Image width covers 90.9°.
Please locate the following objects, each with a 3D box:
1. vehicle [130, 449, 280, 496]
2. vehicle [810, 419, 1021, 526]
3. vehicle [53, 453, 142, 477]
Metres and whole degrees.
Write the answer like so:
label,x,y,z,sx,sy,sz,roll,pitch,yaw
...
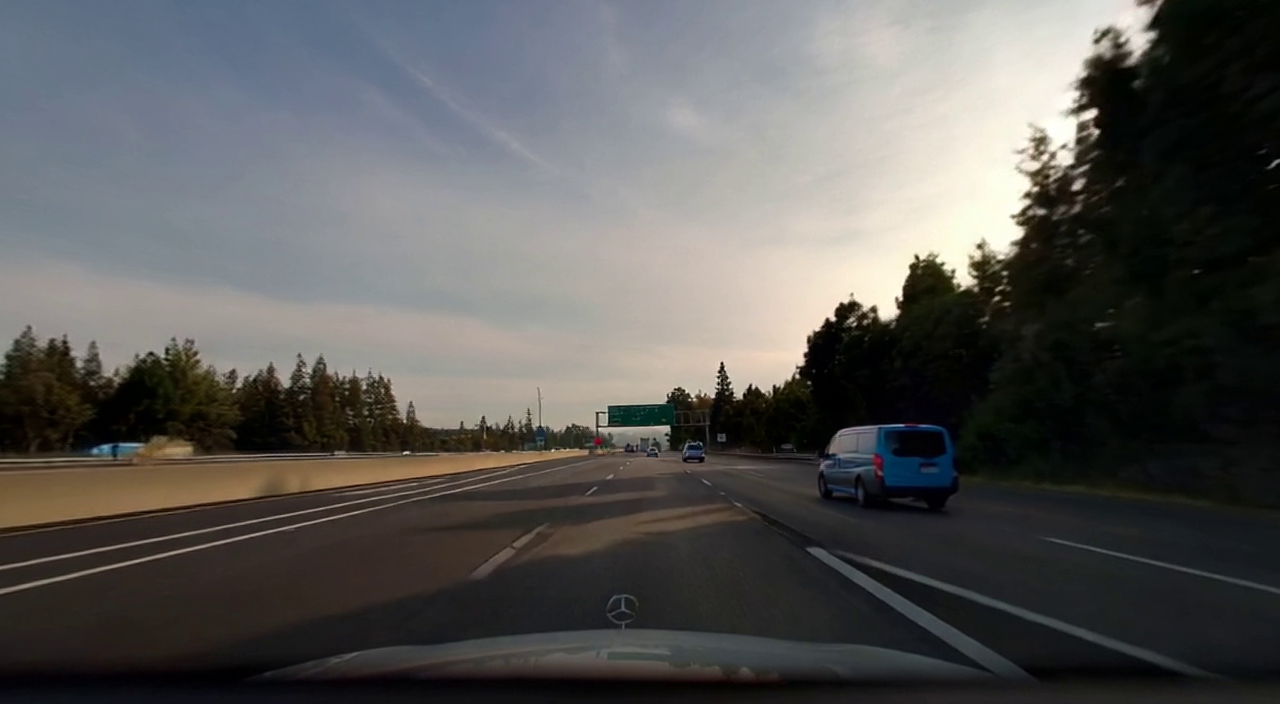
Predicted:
label,x,y,z,sx,sy,sz,roll,pitch,yaw
vehicle,-15.156,4.188,22.355,1.903,1.486,4.666,0,-9,1
vehicle,5.316,2.381,12.984,1.971,1.795,4.389,1,-9,-6
vehicle,-34.474,7.176,40.224,1.603,1.342,4.588,0,-9,0
